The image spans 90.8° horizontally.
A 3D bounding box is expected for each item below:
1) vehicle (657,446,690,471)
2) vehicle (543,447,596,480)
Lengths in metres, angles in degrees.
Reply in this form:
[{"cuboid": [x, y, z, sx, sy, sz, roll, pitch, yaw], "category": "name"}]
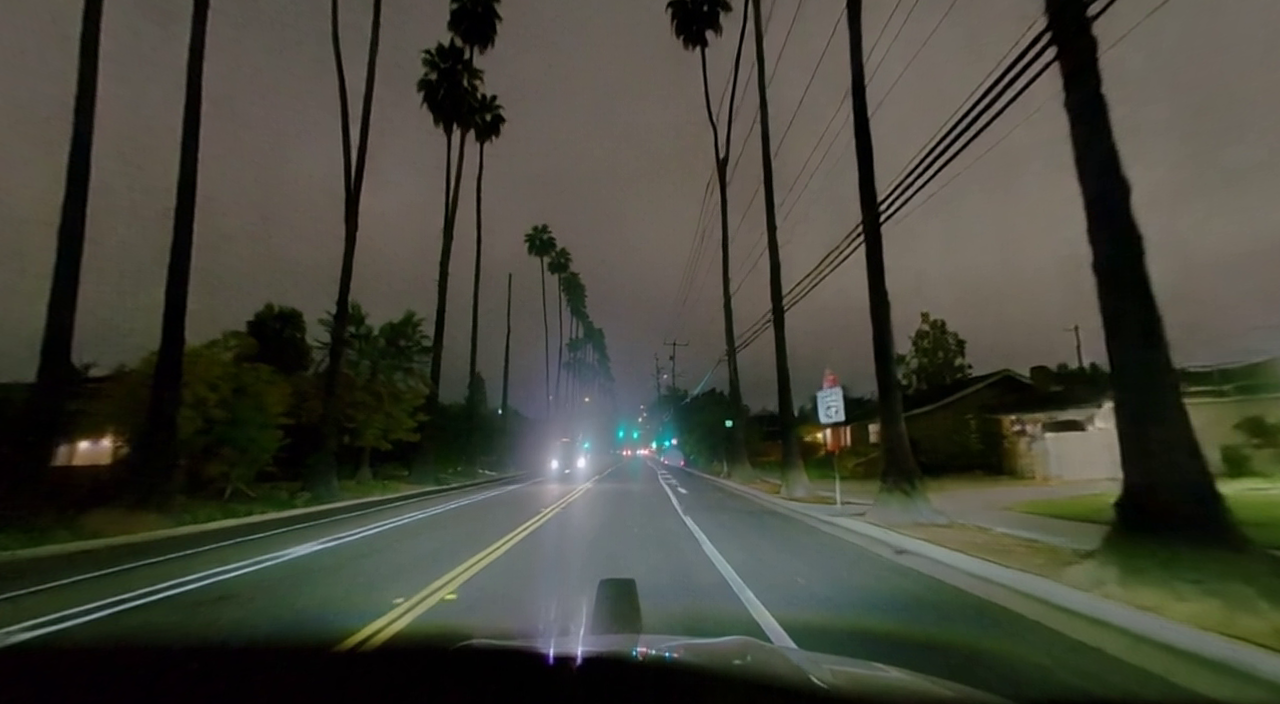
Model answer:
[{"cuboid": [2.583, 8.345, 49.869, 2.168, 1.851, 4.861, 0, -9, -1], "category": "vehicle"}, {"cuboid": [-3.835, 6.184, 35.403, 2.336, 1.669, 5.581, 0, -9, 0], "category": "vehicle"}]
